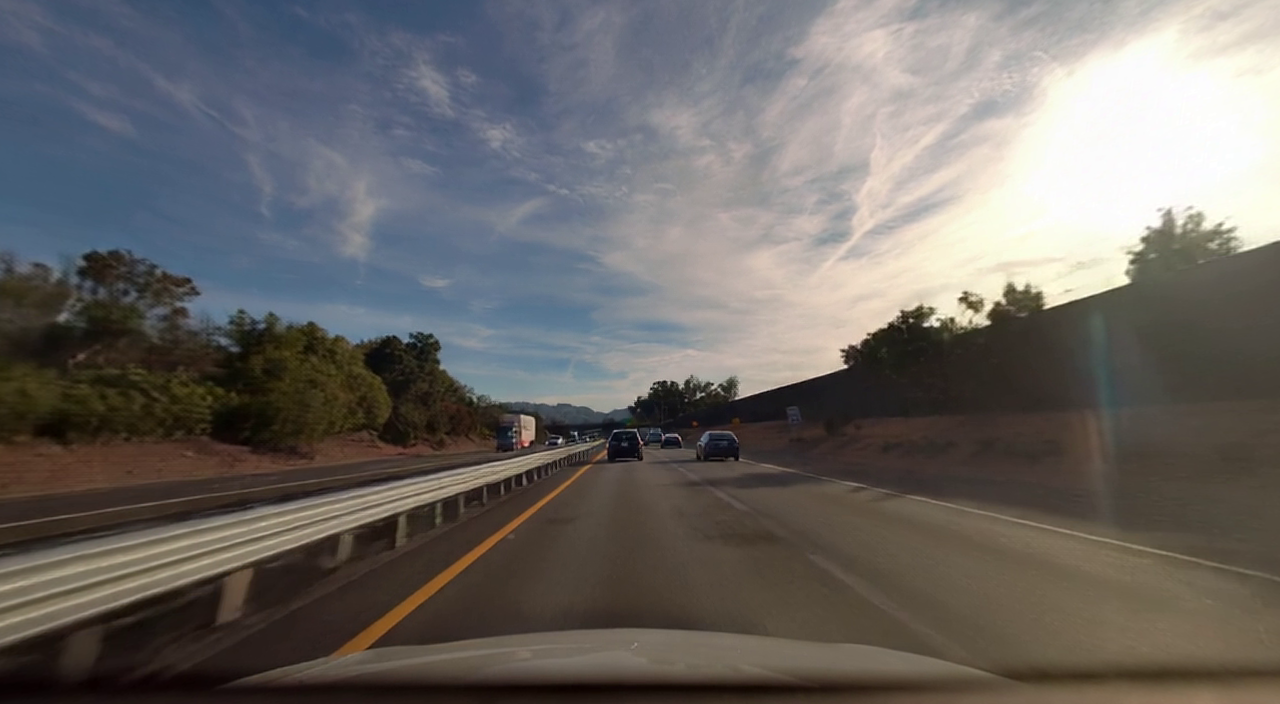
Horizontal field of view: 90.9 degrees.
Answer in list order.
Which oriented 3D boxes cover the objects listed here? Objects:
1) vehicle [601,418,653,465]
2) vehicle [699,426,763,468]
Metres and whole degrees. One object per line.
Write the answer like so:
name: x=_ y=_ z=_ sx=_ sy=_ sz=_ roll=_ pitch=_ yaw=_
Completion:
vehicle: x=-0.640 y=4.235 z=29.864 sx=2.270 sy=2.044 sz=4.633 roll=0 pitch=-8 yaw=-2
vehicle: x=3.756 y=3.980 z=26.660 sx=1.981 sy=1.606 sz=3.956 roll=0 pitch=-8 yaw=-2
